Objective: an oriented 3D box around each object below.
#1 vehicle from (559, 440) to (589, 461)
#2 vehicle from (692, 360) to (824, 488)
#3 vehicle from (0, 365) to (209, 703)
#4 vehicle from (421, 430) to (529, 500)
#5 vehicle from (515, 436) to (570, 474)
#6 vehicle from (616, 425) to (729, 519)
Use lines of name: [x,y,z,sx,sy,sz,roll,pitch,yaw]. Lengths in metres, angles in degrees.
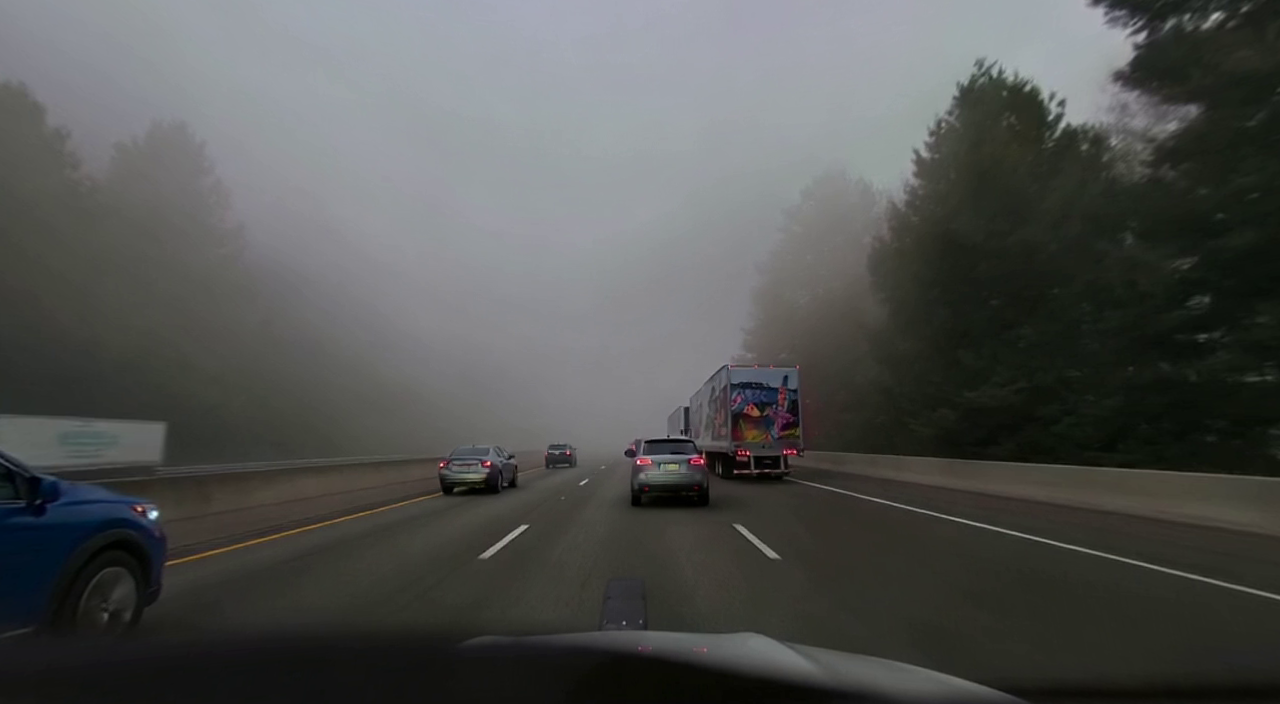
vehicle: [-5.103,7.660,48.979,1.950,1.535,4.237,0,-8,-1]
vehicle: [4.339,3.294,27.271,2.828,4.081,14.220,0,-8,-1]
vehicle: [-4.048,0.781,2.156,1.983,1.666,4.452,0,-8,0]
vehicle: [-4.296,2.987,17.037,1.905,1.642,3.803,0,-8,0]
vehicle: [-4.694,5.013,30.896,2.014,1.683,4.275,0,-8,-1]
vehicle: [0.585,2.408,13.106,2.017,1.662,3.543,0,-8,0]
